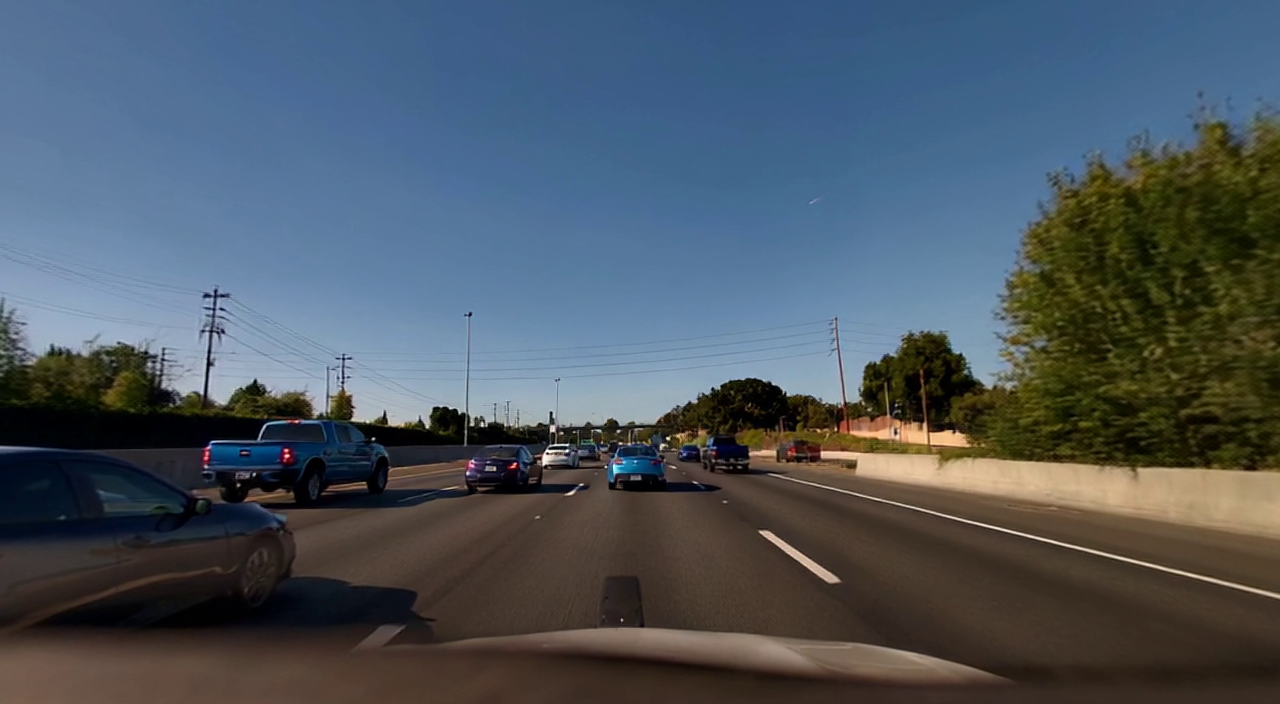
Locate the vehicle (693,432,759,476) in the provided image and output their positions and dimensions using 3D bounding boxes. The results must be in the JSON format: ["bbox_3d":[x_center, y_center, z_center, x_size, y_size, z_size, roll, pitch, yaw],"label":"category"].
[{"bbox_3d":[3.786,4.599,28.849,2.113,1.800,5.376,0,-8,-2],"label":"vehicle"}]

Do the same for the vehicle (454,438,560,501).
[{"bbox_3d":[-3.362,3.035,16.796,1.899,1.437,4.131,0,-8,0],"label":"vehicle"}]

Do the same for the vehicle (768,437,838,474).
[{"bbox_3d":[7.815,4.997,30.823,1.969,1.608,4.865,0,-8,-1],"label":"vehicle"}]

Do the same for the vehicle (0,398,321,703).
[{"bbox_3d":[-3.696,0.981,2.933,1.955,1.481,4.604,0,-8,1],"label":"vehicle"}]

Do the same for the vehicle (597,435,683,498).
[{"bbox_3d":[-0.027,3.126,17.708,2.102,1.499,4.439,0,-8,-1],"label":"vehicle"}]
